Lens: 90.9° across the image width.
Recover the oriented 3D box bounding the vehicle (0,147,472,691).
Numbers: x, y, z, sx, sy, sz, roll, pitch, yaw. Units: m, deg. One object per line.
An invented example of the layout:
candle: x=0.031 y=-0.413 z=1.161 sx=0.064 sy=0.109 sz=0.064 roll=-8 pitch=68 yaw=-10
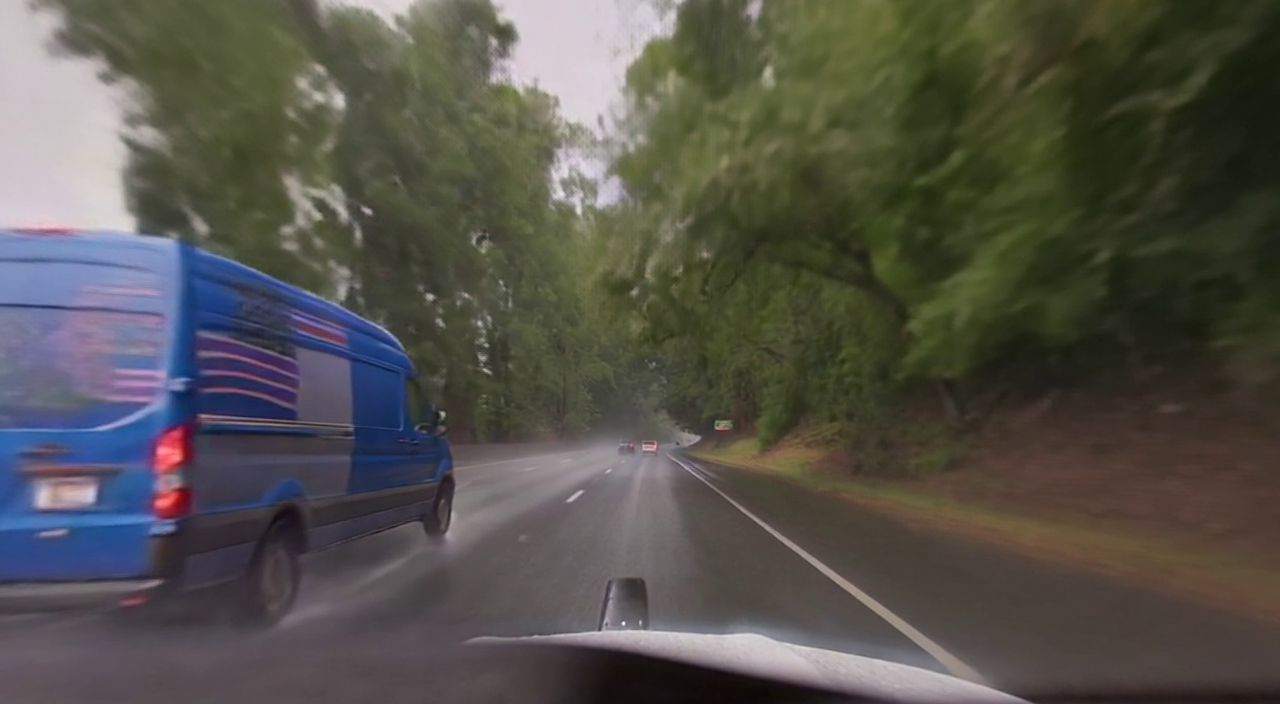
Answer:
vehicle: x=-3.646 y=0.684 z=6.166 sx=2.319 sy=2.883 sz=5.632 roll=-1 pitch=-8 yaw=1
